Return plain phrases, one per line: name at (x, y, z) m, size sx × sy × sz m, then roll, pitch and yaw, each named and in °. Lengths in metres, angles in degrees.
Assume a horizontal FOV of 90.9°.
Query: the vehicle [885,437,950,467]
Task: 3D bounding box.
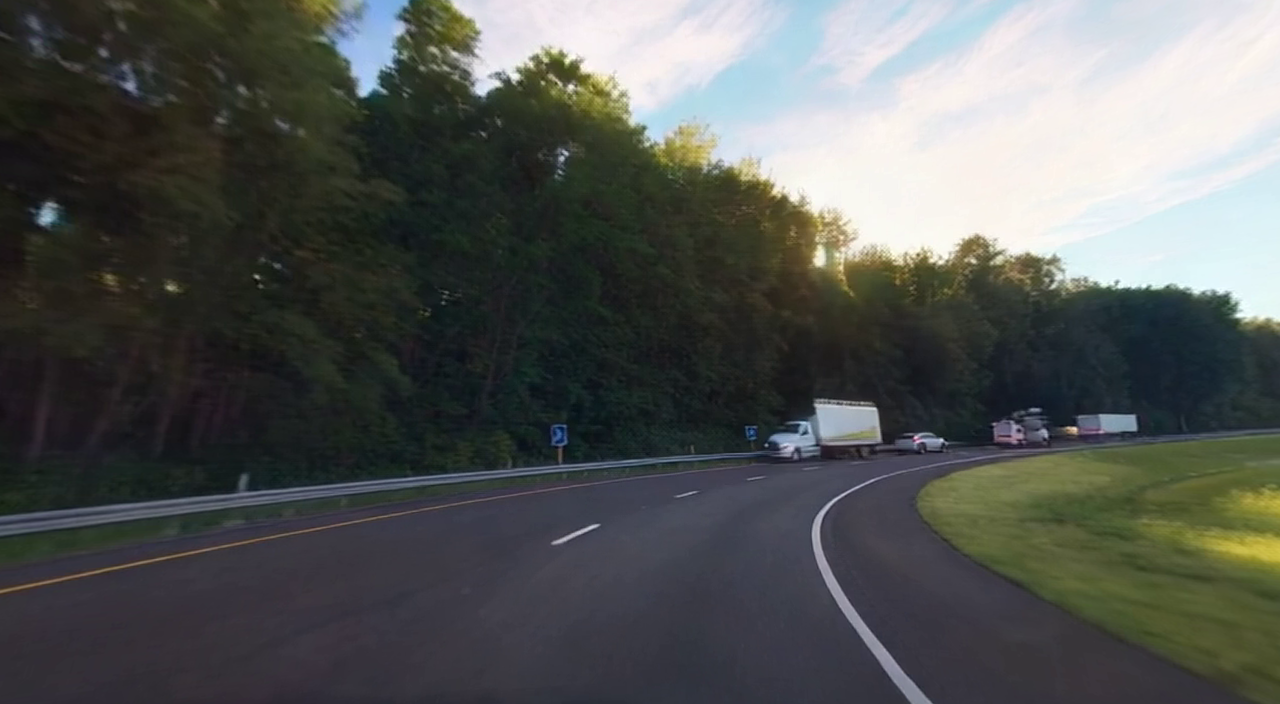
vehicle at (16.303, 5.861, 36.962) m, size 2.221 × 1.674 × 4.325 m, roll -8°, pitch -12°, yaw 40°
